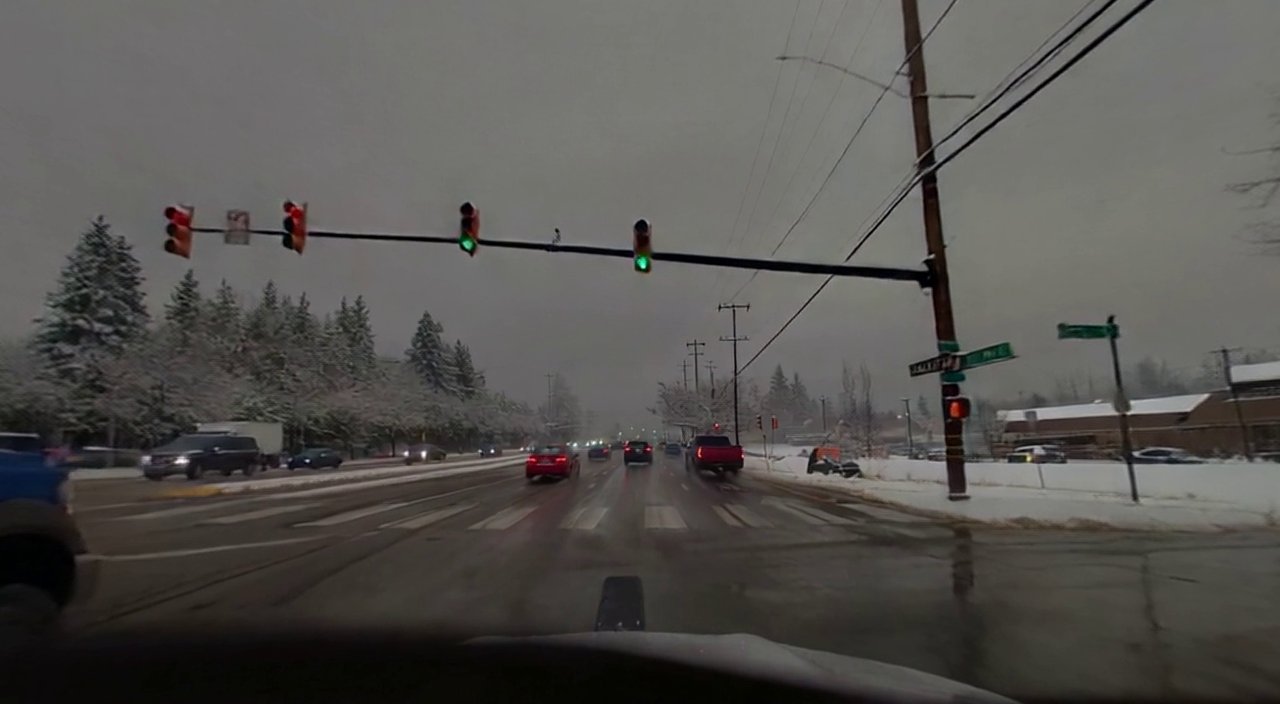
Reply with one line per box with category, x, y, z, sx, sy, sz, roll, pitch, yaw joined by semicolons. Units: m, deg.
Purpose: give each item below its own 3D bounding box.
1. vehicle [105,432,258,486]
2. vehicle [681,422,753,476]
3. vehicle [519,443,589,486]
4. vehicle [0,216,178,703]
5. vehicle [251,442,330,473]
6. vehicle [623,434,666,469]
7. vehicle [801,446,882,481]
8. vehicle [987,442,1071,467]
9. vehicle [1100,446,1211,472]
vehicle;-17.806;4.170;24.987;2.000;1.894;5.301;0;-8;1
vehicle;4.014;5.284;34.468;2.905;2.636;6.895;0;-9;-1
vehicle;-3.174;4.247;24.200;1.939;1.494;4.499;0;-8;1
vehicle;-3.745;0.248;0.308;2.402;2.194;6.051;0;-8;0
vehicle;-20.974;6.357;38.173;2.129;1.668;4.614;-1;-9;0
vehicle;0.291;6.573;41.908;2.643;2.145;5.585;0;-8;0
vehicle;10.090;5.590;32.000;2.010;1.633;4.246;2;-9;-11
vehicle;27.430;7.214;44.704;2.012;1.701;4.524;5;-10;-31
vehicle;30.836;6.384;37.924;1.868;1.447;4.690;5;-10;-29
